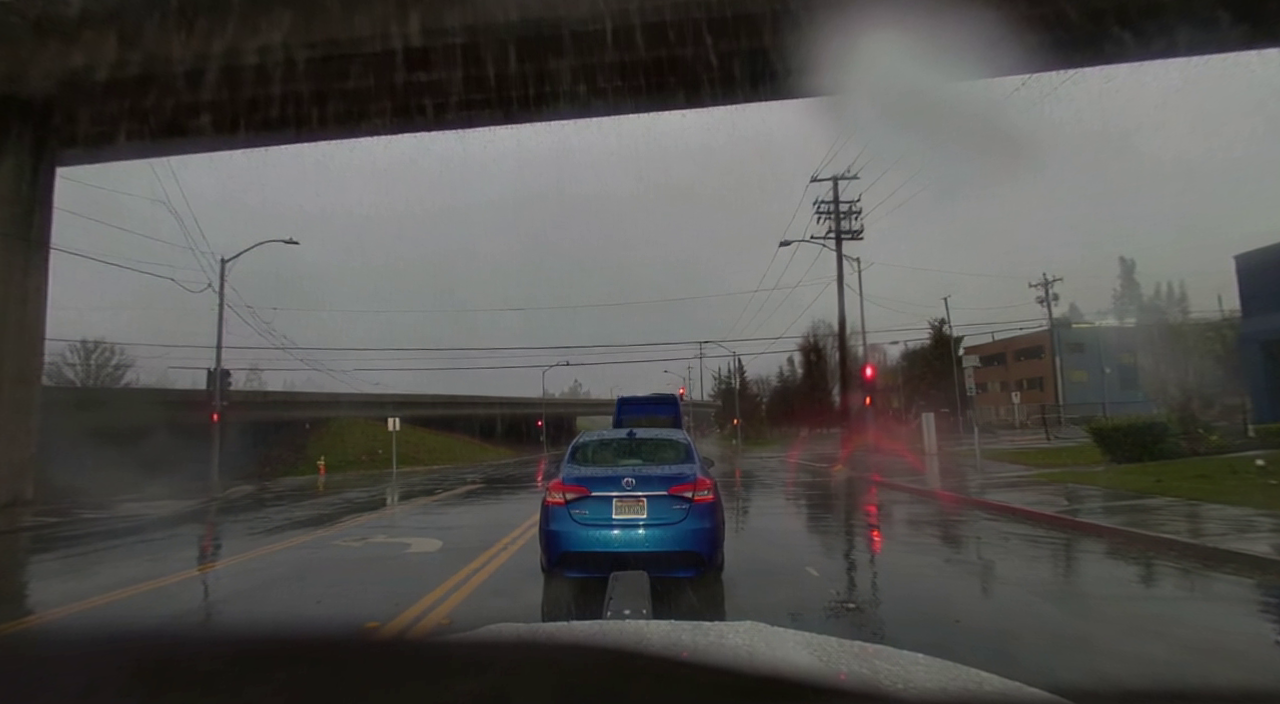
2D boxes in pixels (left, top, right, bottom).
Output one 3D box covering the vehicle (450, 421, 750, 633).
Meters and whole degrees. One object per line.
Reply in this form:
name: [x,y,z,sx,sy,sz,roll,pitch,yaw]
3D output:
vehicle: [-0.242,1.531,6.473,2.090,1.458,4.033,-1,-9,1]
